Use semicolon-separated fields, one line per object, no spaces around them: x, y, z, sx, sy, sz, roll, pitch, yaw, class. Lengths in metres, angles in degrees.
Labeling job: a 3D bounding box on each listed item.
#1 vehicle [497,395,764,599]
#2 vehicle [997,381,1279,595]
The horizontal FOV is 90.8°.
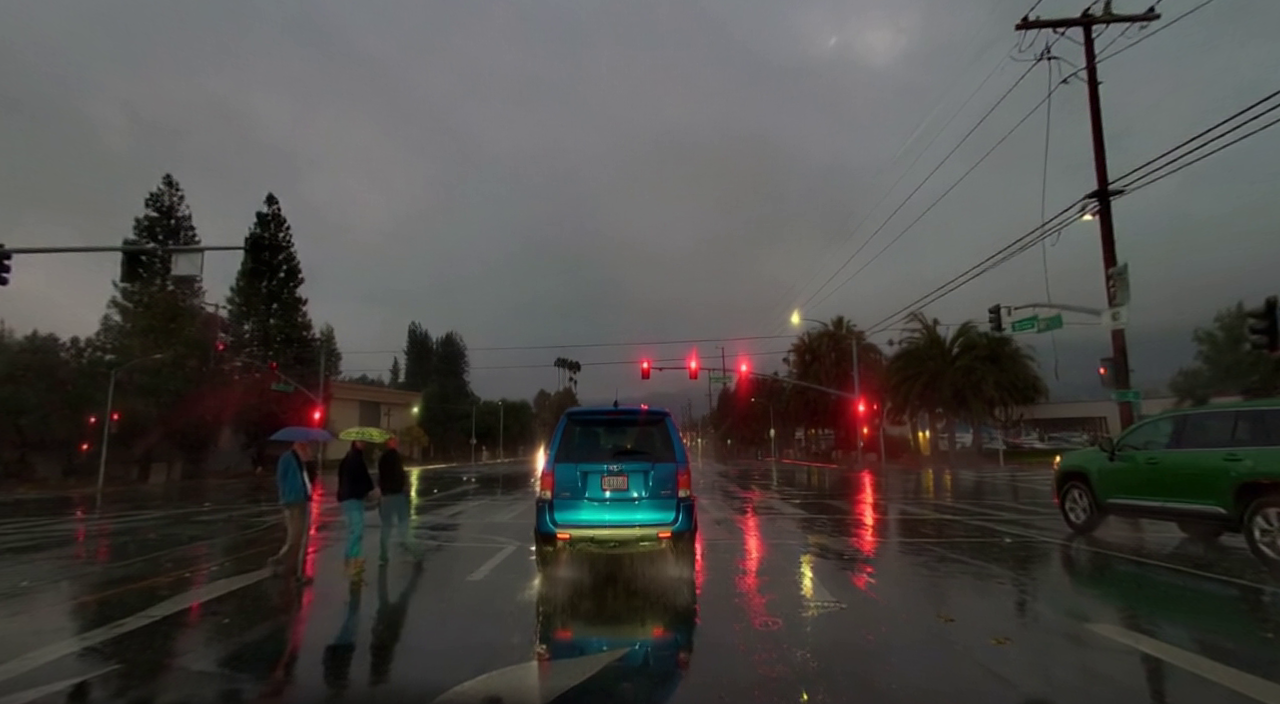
-0.112;1.562;7.632;2.285;1.729;4.252;0;-9;-1;vehicle
6.575;1.439;7.239;2.119;1.827;4.806;0;-9;0;vehicle
